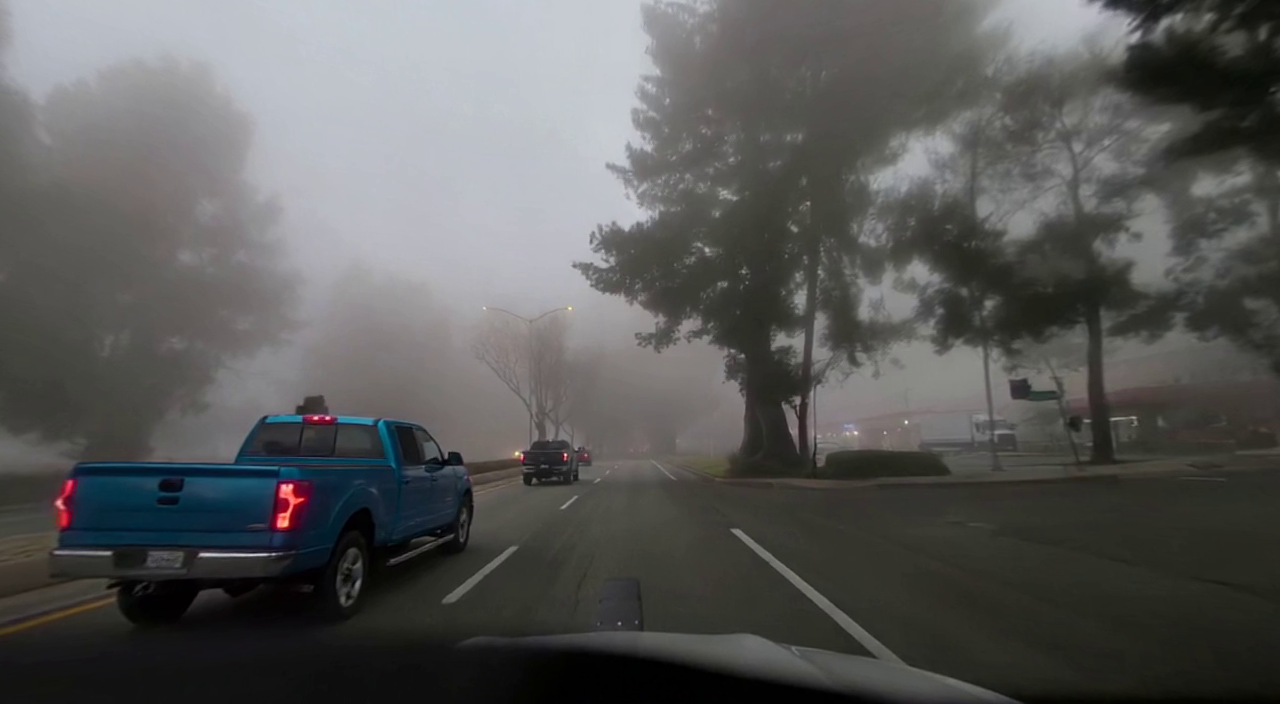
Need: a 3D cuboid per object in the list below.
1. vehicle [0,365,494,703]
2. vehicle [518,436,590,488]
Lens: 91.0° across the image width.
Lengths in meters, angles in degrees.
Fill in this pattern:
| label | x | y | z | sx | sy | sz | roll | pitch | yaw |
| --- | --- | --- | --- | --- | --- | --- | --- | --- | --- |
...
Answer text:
| label | x | y | z | sx | sy | sz | roll | pitch | yaw |
| --- | --- | --- | --- | --- | --- | --- | --- | --- | --- |
| vehicle | -3.188 | 1.355 | 6.015 | 2.277 | 1.801 | 5.250 | 0 | -9 | 0 |
| vehicle | -3.267 | 4.291 | 24.951 | 2.065 | 1.790 | 5.417 | 0 | -9 | 0 |
